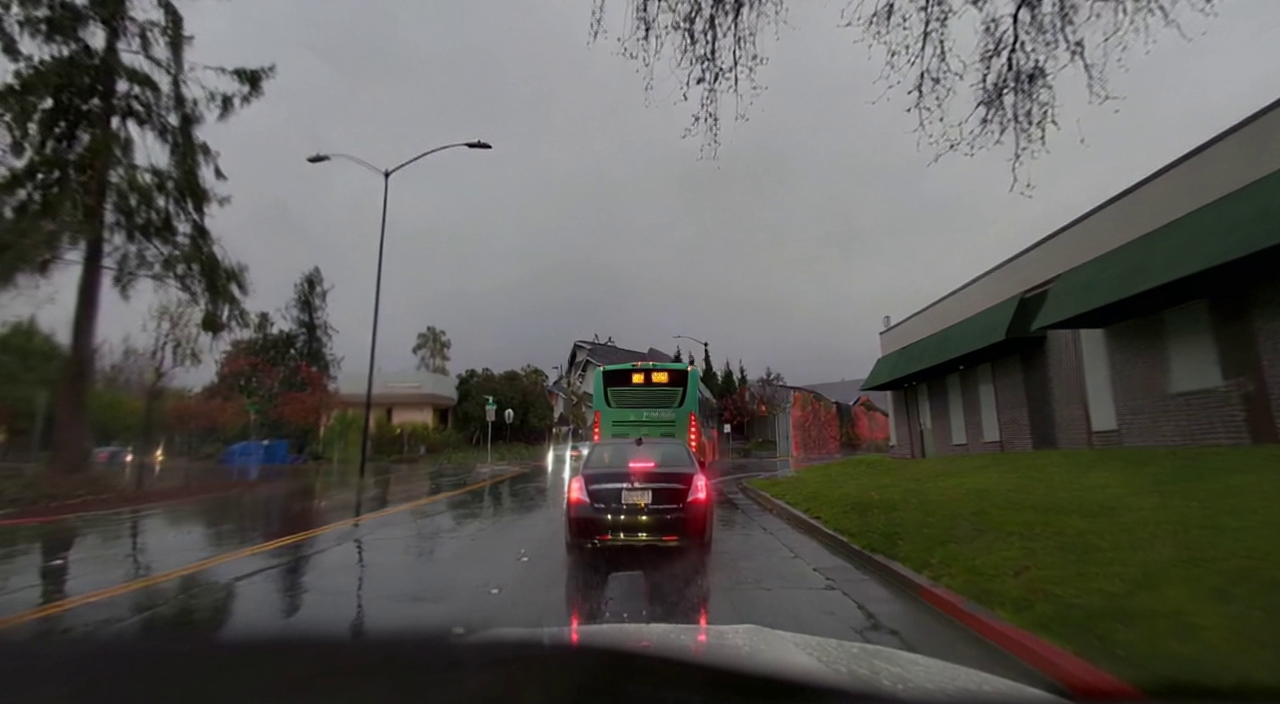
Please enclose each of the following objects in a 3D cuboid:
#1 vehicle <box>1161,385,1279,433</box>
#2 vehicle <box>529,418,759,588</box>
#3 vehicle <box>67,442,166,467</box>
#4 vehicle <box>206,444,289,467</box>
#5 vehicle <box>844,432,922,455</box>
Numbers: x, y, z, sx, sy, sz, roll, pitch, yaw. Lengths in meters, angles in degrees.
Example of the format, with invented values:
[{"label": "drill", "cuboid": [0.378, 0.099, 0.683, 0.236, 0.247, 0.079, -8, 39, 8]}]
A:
[{"label": "vehicle", "cuboid": [20.730, 1.979, 21.301, 1.781, 1.458, 4.359, 3, -9, -23]}, {"label": "vehicle", "cuboid": [0.060, 1.624, 7.581, 2.020, 1.478, 3.922, 0, -8, 1]}, {"label": "vehicle", "cuboid": [-32.054, 6.280, 38.723, 4.473, 1.442, 1.743, 7, -11, -38]}, {"label": "vehicle", "cuboid": [-25.949, 6.869, 41.842, 4.403, 1.422, 1.697, 4, -9, -26]}, {"label": "vehicle", "cuboid": [15.755, 5.939, 40.827, 4.422, 1.457, 1.882, -5, -10, 29]}]
